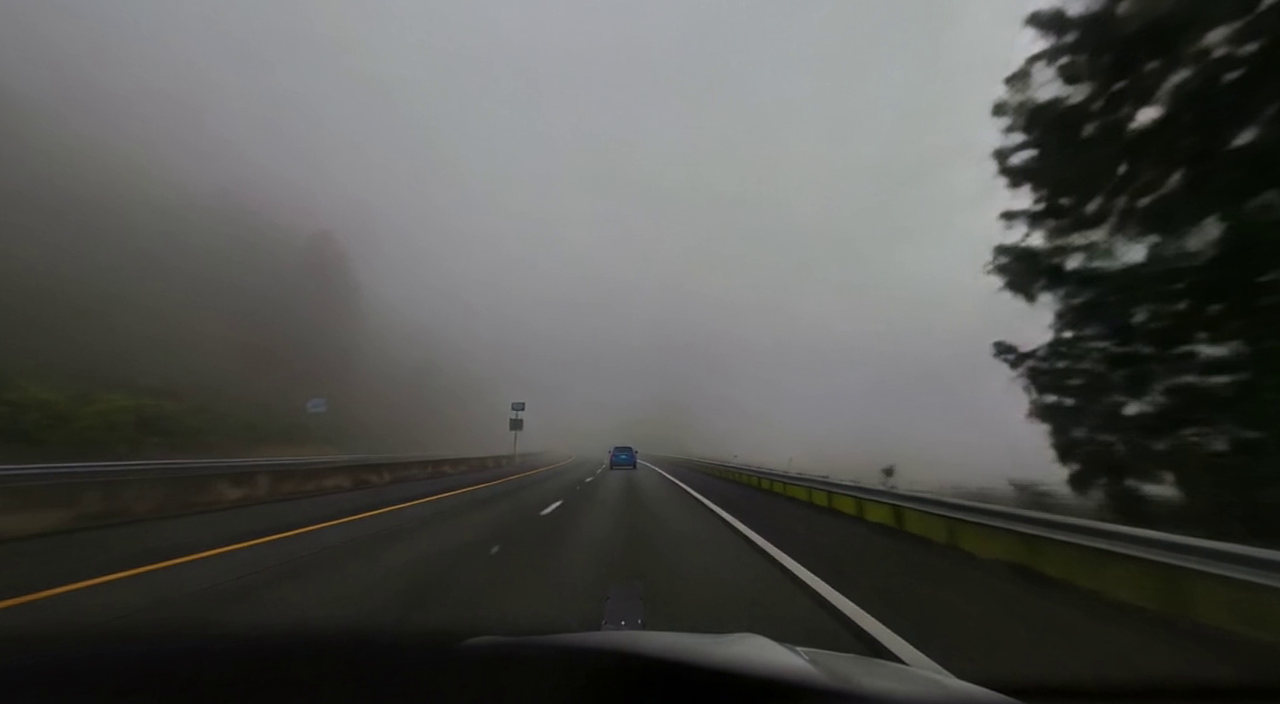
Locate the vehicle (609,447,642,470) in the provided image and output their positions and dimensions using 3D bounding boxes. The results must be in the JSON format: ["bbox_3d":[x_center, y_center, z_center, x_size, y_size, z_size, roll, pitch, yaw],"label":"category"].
[{"bbox_3d":[-1.008,7.187,42.684,2.126,1.411,4.433,0,-9,-1],"label":"vehicle"}]
